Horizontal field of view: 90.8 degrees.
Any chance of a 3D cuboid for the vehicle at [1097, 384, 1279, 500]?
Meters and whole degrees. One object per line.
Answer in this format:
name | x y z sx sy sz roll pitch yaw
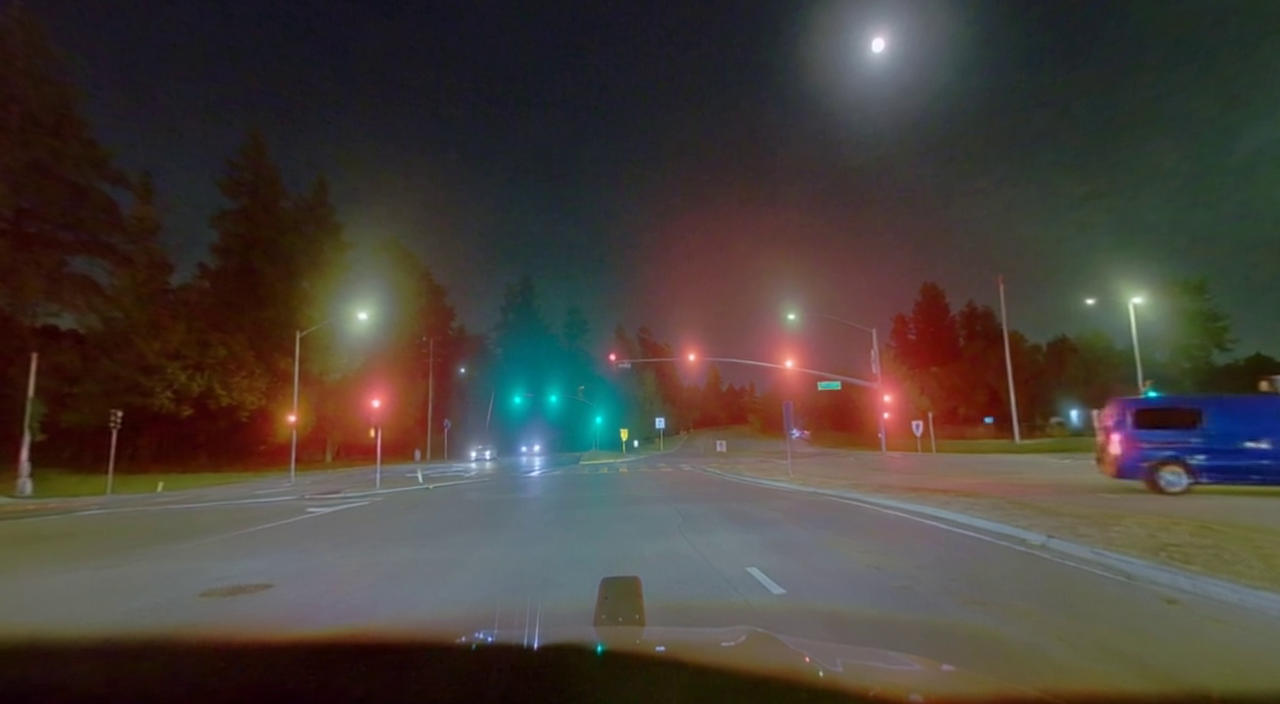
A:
vehicle | 14.289 2.022 14.256 5.791 2.404 2.465 -3 -9 18
